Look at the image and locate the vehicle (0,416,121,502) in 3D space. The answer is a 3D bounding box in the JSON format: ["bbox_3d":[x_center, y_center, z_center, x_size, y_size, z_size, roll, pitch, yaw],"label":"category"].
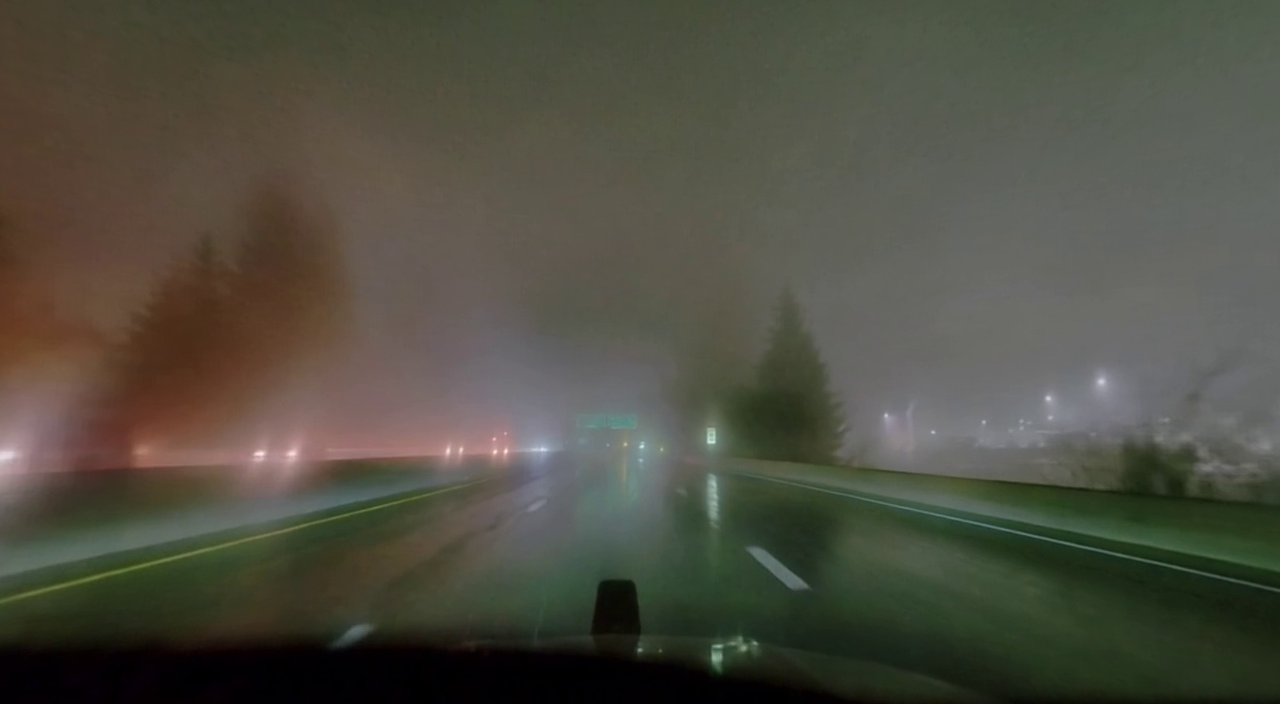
[{"bbox_3d":[-12.553,1.958,11.435,2.021,1.545,4.889,0,-9,-1],"label":"vehicle"}]

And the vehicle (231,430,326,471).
[{"bbox_3d":[-18.047,4.980,31.609,2.009,1.883,4.660,0,-9,-1],"label":"vehicle"}]
